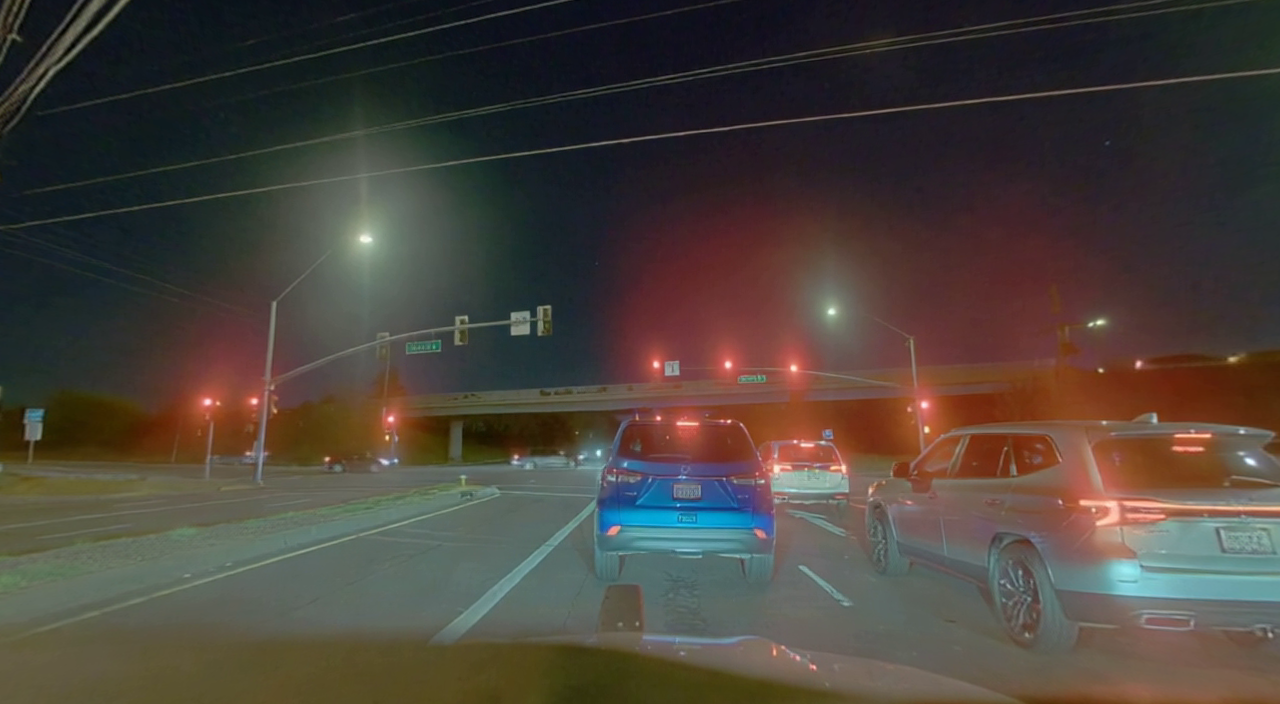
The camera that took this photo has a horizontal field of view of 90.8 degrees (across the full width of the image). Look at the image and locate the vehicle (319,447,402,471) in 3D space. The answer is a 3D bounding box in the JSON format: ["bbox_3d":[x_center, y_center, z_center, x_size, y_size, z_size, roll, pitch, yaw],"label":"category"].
[{"bbox_3d":[-17.696,6.740,40.029,4.411,1.466,1.998,-2,-9,12],"label":"vehicle"}]

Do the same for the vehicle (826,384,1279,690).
[{"bbox_3d":[3.406,1.343,5.806,1.990,1.649,4.625,0,-8,0],"label":"vehicle"}]

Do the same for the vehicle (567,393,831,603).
[{"bbox_3d":[0.443,1.560,7.622,2.240,1.778,4.335,0,-8,-2],"label":"vehicle"}]
